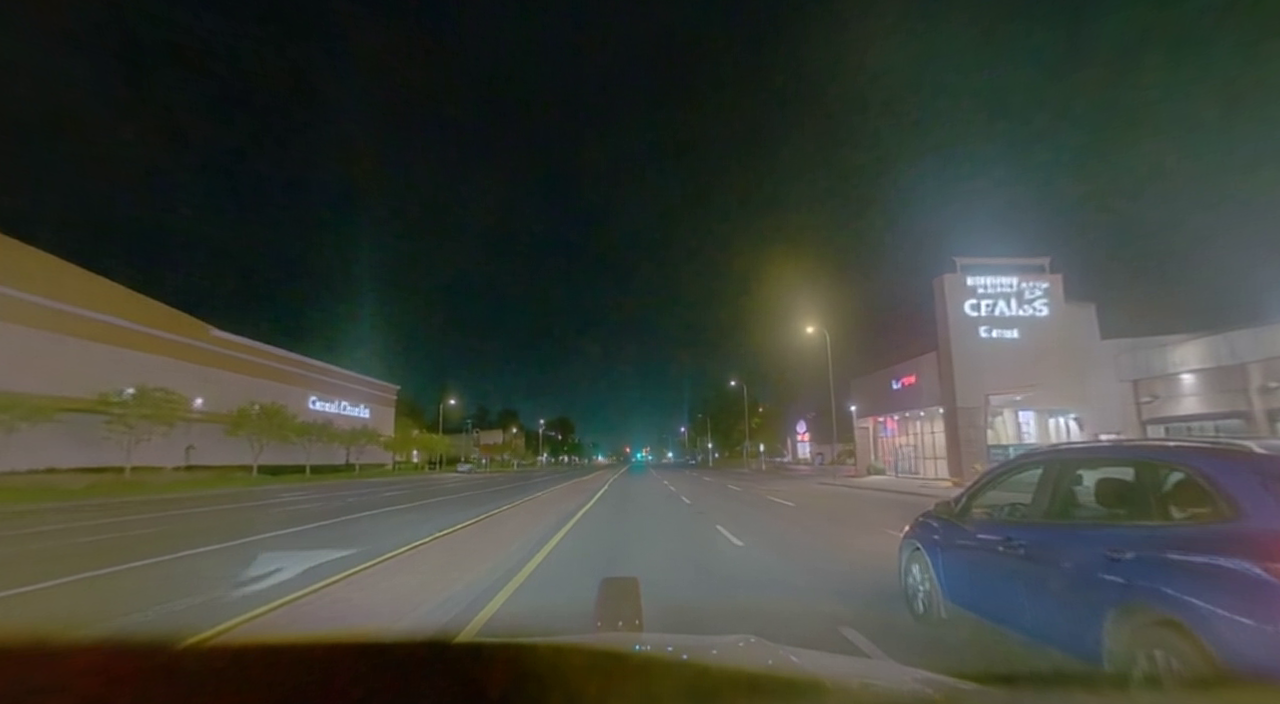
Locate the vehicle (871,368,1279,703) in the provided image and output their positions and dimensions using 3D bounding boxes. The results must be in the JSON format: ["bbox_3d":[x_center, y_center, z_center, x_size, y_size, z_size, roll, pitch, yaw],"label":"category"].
[{"bbox_3d":[3.090,1.019,2.975,2.015,1.641,4.995,0,-9,-1],"label":"vehicle"}]
